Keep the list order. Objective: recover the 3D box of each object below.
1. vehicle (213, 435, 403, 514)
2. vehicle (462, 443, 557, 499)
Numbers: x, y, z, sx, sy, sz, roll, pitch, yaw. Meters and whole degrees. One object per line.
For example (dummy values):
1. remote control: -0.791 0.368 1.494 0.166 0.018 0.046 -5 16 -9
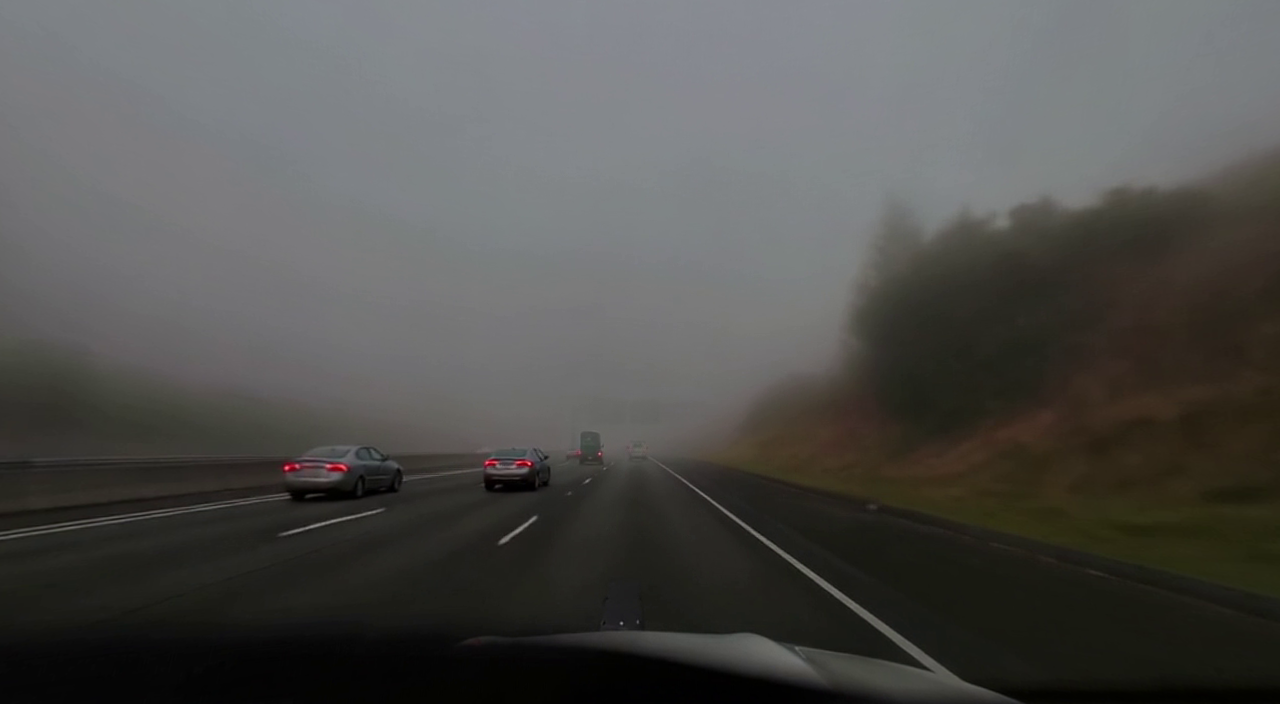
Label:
1. vehicle: -7.437 2.774 14.750 2.091 1.558 4.220 0 -9 0
2. vehicle: -3.668 3.424 18.450 1.924 1.436 3.915 0 -9 0
